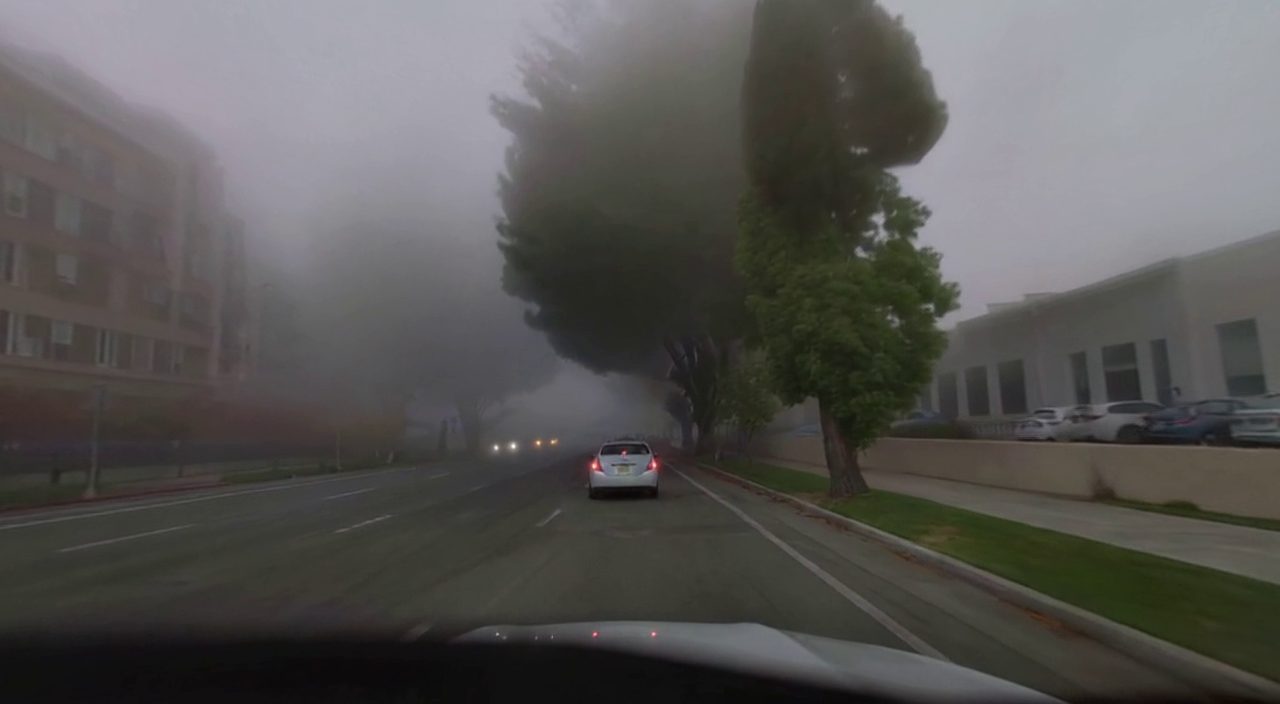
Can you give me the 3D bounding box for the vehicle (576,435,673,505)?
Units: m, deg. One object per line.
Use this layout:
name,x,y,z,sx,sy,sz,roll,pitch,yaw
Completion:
vehicle,-0.404,2.888,15.963,2.116,1.479,4.358,0,-8,-2
